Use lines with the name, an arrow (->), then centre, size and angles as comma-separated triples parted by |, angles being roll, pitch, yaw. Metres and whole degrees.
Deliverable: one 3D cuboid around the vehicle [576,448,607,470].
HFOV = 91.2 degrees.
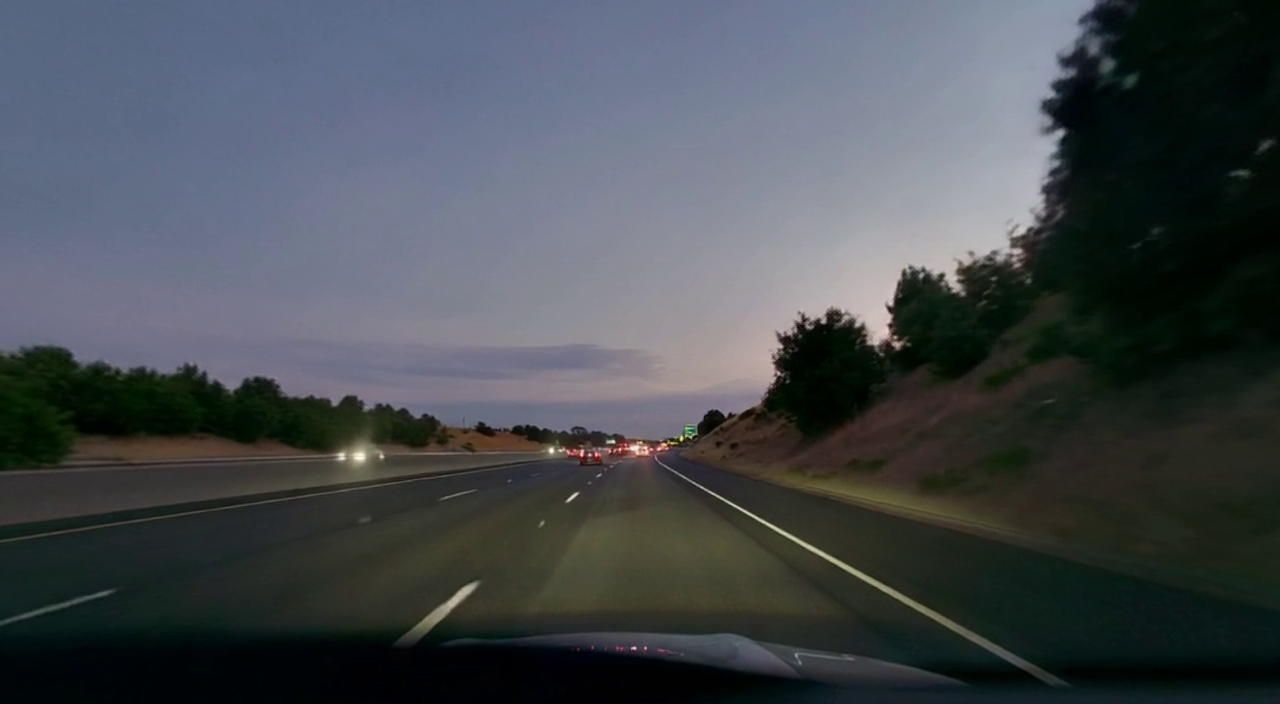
vehicle -> -3.331, 7.490, 43.997 | 1.895, 1.482, 3.852 | 0, -9, 0
